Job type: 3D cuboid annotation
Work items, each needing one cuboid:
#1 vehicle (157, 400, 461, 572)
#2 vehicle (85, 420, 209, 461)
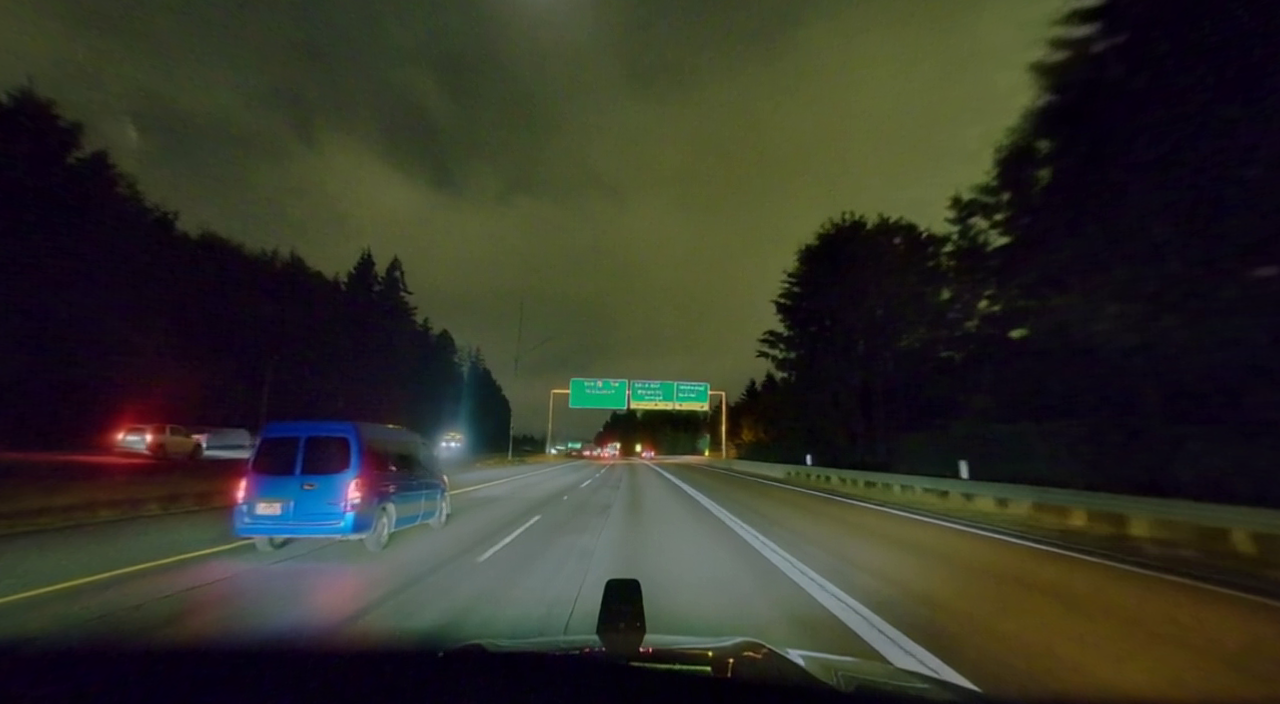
[{"bbox_3d":[-4.126,1.753,8.925,1.971,1.795,4.389,0,-9,-2],"label":"vehicle"},{"bbox_3d":[-19.235,3.507,24.813,1.879,1.492,3.607,0,-9,0],"label":"vehicle"}]
